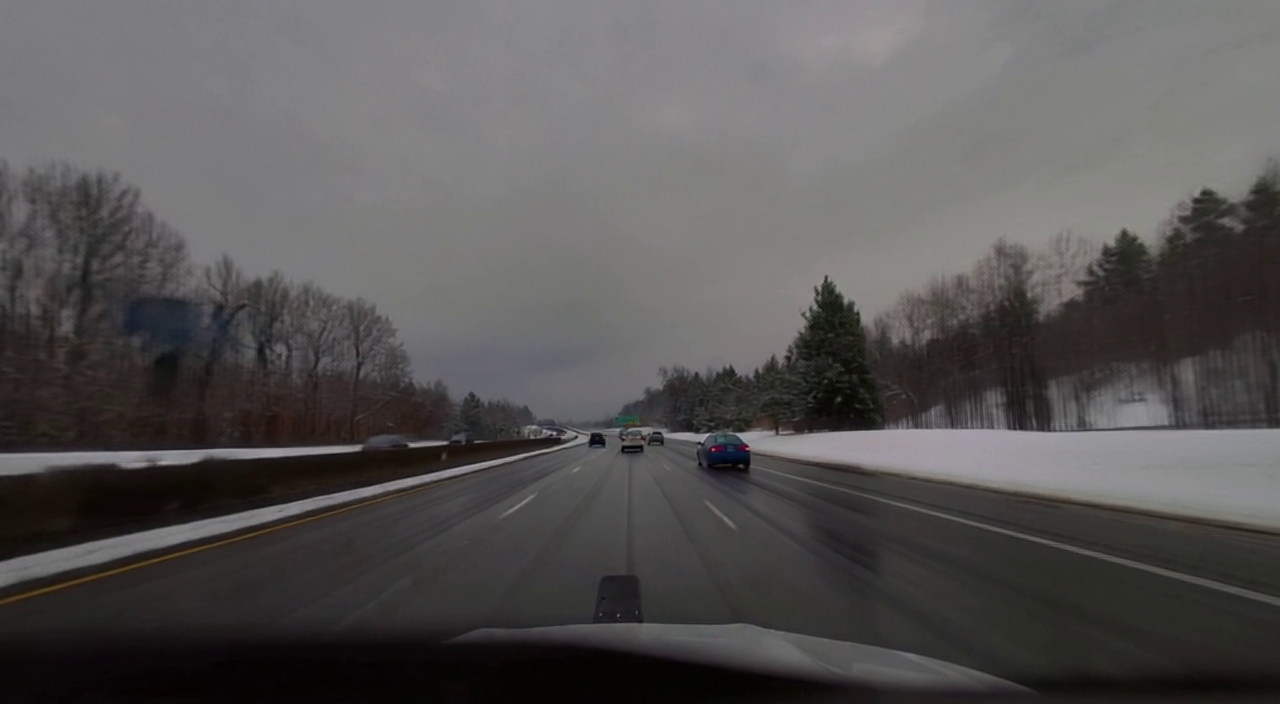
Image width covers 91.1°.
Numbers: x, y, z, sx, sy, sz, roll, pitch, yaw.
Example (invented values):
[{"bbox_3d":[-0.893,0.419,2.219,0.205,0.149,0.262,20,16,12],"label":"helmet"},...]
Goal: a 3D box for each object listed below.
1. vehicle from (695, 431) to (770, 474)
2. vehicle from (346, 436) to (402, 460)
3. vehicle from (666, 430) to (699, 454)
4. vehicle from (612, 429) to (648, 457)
[{"bbox_3d":[3.423,3.798,24.237,2.056,1.479,4.660,0,-8,-2],"label":"vehicle"},{"bbox_3d":[-17.185,6.217,40.884,1.842,1.494,4.232,0,-8,-1],"label":"vehicle"},{"bbox_3d":[3.160,6.829,47.791,2.098,1.677,4.275,0,-8,-1],"label":"vehicle"},{"bbox_3d":[-0.666,5.870,40.631,2.182,1.680,4.253,0,-8,-1],"label":"vehicle"}]
